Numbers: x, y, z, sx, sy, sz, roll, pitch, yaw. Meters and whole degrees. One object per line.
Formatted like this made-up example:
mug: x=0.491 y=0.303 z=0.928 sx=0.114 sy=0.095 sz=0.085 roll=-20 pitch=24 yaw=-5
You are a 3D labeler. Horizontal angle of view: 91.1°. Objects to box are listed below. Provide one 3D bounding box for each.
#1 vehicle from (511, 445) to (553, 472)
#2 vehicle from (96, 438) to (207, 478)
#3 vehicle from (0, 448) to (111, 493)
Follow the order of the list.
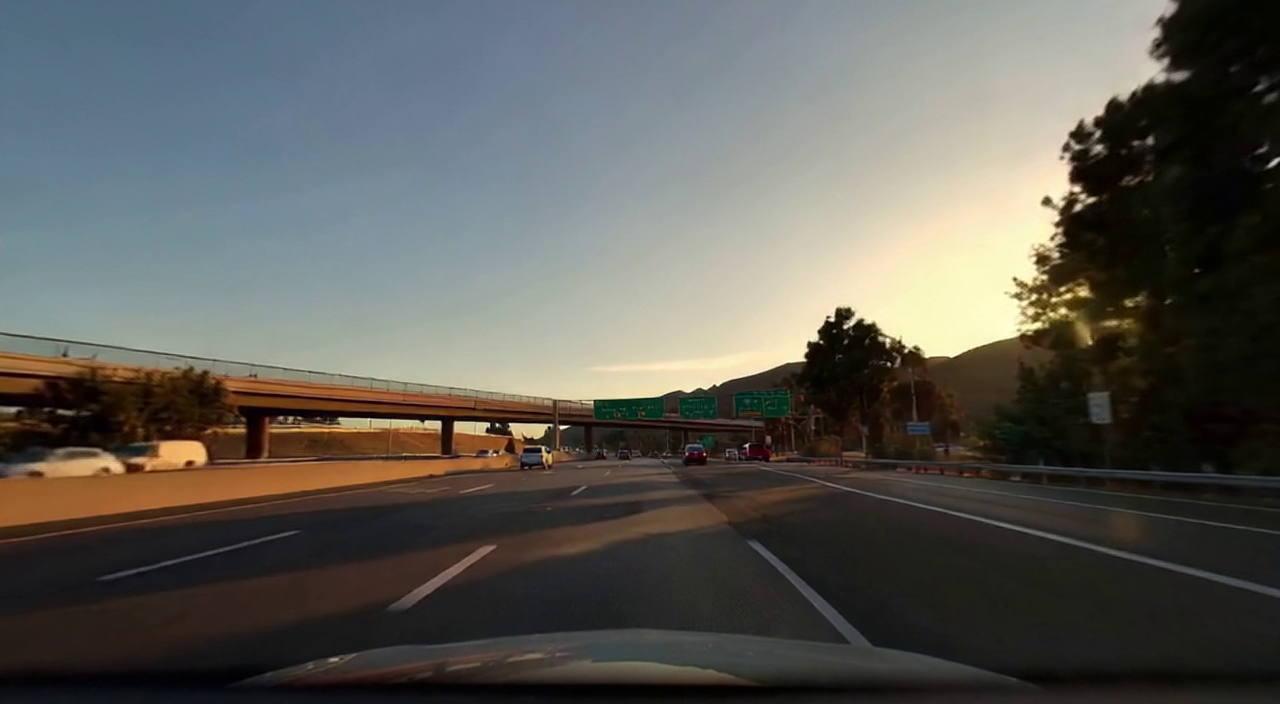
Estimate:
vehicle: x=-6.928 y=6.878 z=40.681 sx=1.935 sy=1.633 sz=3.955 roll=0 pitch=-9 yaw=1
vehicle: x=-25.618 y=5.571 z=33.210 sx=2.090 sy=1.946 sz=4.745 roll=0 pitch=-9 yaw=-2
vehicle: x=-22.414 y=4.299 z=23.115 sx=1.854 sy=1.461 sz=4.594 roll=0 pitch=-9 yaw=0
